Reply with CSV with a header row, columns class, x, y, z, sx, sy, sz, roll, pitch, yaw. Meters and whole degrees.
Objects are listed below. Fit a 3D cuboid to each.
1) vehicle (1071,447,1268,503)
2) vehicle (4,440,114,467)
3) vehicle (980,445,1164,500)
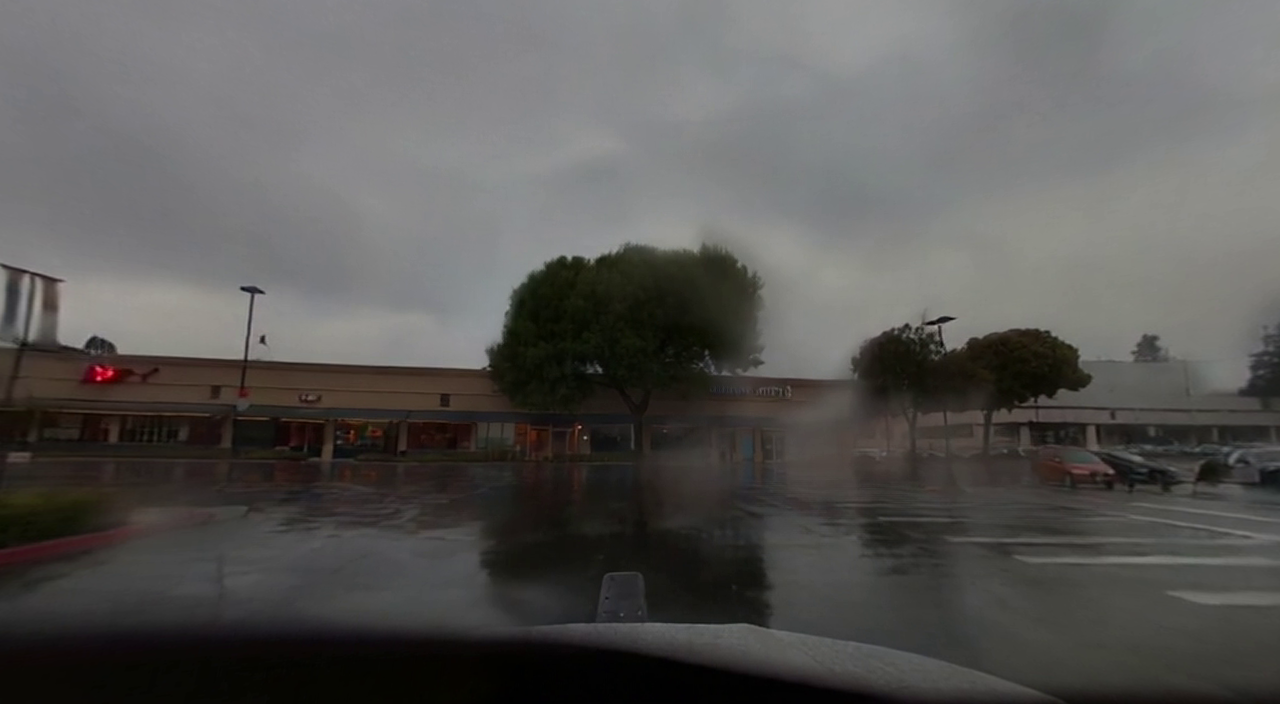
class,x,y,z,sx,sy,sz,roll,pitch,yaw
vehicle,16.586,3.826,20.220,1.804,1.502,4.815,1,-8,-7
vehicle,-33.469,5.854,36.582,4.431,1.449,1.808,6,-10,-36
vehicle,13.285,3.698,19.941,2.140,1.507,4.856,1,-8,-4
